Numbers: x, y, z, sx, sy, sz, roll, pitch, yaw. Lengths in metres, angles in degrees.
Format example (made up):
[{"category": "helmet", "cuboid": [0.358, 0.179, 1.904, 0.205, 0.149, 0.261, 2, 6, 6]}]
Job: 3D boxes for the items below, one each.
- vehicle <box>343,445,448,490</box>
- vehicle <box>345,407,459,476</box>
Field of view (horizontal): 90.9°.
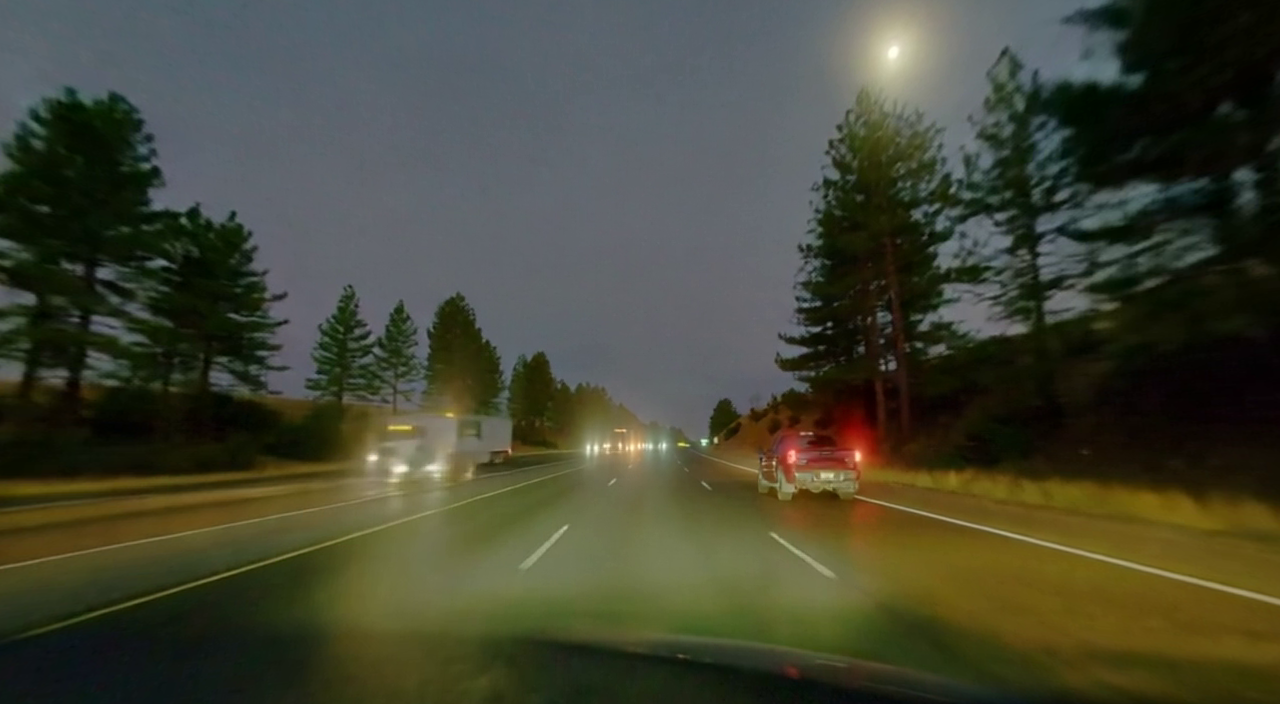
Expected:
[{"category": "vehicle", "cuboid": [-8.823, 4.183, 23.279, 1.932, 1.463, 4.687, 0, -8, 1]}, {"category": "vehicle", "cuboid": [-12.982, 5.044, 35.381, 2.946, 3.349, 8.320, 0, -8, 1]}]
